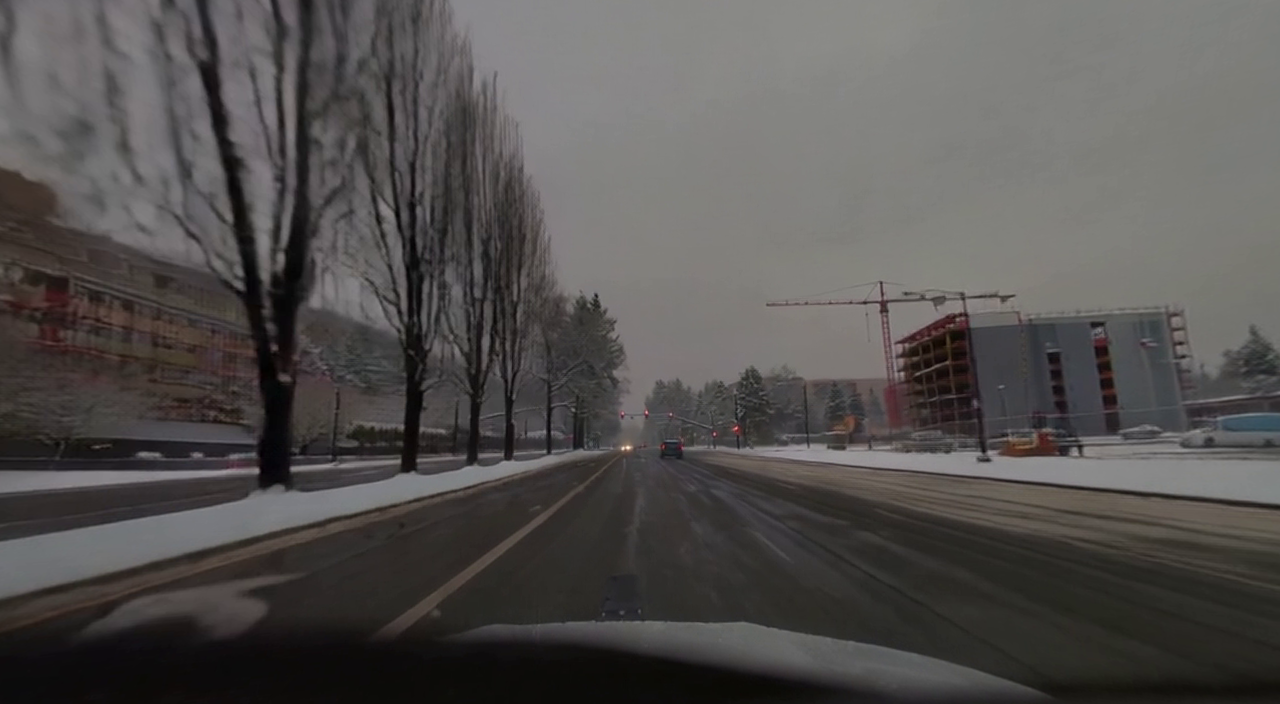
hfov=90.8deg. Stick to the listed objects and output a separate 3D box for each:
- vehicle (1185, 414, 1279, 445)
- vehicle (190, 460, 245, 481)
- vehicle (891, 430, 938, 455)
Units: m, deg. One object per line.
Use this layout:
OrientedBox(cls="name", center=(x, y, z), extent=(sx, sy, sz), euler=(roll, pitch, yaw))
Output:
OrientedBox(cls="vehicle", center=(45.076, 5.802, 47.330), extent=(6.011, 1.997, 2.324), euler=(-11, -13, 43))
OrientedBox(cls="vehicle", center=(-30.271, 8.470, 45.200), extent=(4.351, 1.413, 1.878), euler=(-8, -12, 37))
OrientedBox(cls="vehicle", center=(20.558, 6.803, 47.551), extent=(2.222, 1.742, 5.231), euler=(-1, -8, 12))
